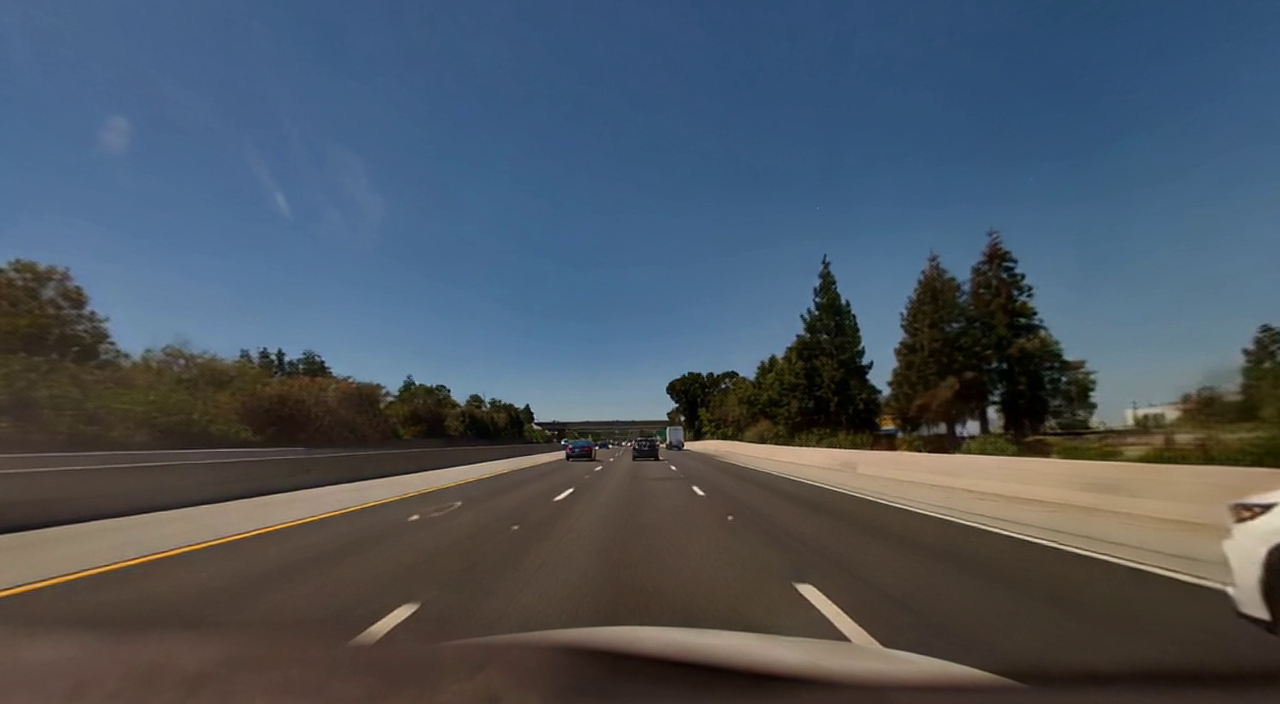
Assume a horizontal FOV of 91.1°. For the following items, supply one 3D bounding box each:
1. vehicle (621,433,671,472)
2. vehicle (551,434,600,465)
[{"bbox_3d":[0.246,4.333,27.298,2.049,1.542,3.816,0,-8,0],"label":"vehicle"},{"bbox_3d":[-3.432,5.291,34.178,2.066,1.561,4.495,0,-8,1],"label":"vehicle"}]
